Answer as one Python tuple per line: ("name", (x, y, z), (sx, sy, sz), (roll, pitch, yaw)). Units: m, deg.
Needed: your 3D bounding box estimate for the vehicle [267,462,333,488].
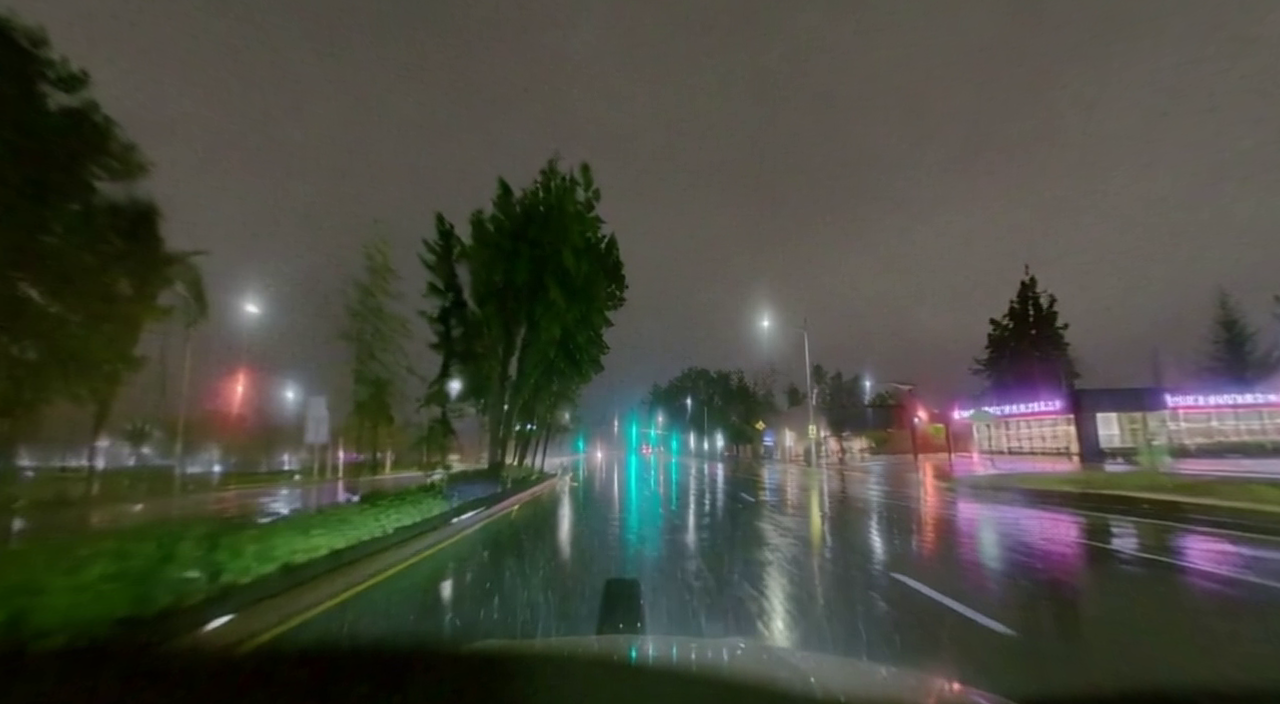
("vehicle", (-20.918, 7.543, 39.059), (1.904, 1.412, 3.929), (0, -8, 0))
